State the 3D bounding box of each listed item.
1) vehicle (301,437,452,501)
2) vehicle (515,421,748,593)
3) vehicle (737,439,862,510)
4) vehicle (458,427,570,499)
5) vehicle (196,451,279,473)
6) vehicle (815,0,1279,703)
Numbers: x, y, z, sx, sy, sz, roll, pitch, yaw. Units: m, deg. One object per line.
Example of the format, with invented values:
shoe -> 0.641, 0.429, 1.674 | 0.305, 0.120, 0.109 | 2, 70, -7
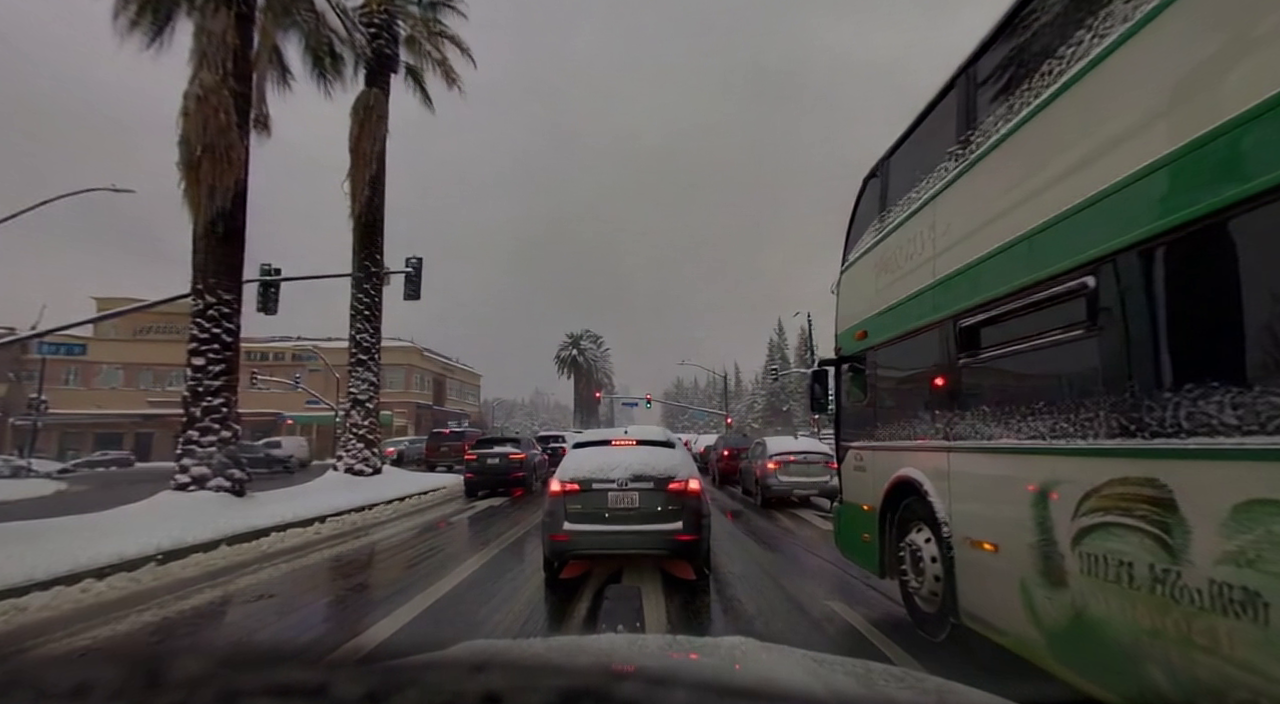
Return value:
vehicle -> -6.930, 3.123, 17.328 | 1.927, 1.480, 4.832 | 0, -9, 2
vehicle -> -0.087, 1.666, 7.583 | 2.060, 1.499, 3.831 | 0, -9, 0
vehicle -> 3.683, 2.905, 15.510 | 1.989, 1.467, 4.364 | 0, -9, 1
vehicle -> -3.285, 3.015, 17.481 | 2.020, 1.721, 4.366 | -1, -9, 2
vehicle -> -28.872, 7.886, 45.402 | 4.630, 1.473, 1.837 | 0, -9, -5
vehicle -> 3.550, -0.538, 0.569 | 2.970, 4.015, 13.606 | 0, -9, 0
